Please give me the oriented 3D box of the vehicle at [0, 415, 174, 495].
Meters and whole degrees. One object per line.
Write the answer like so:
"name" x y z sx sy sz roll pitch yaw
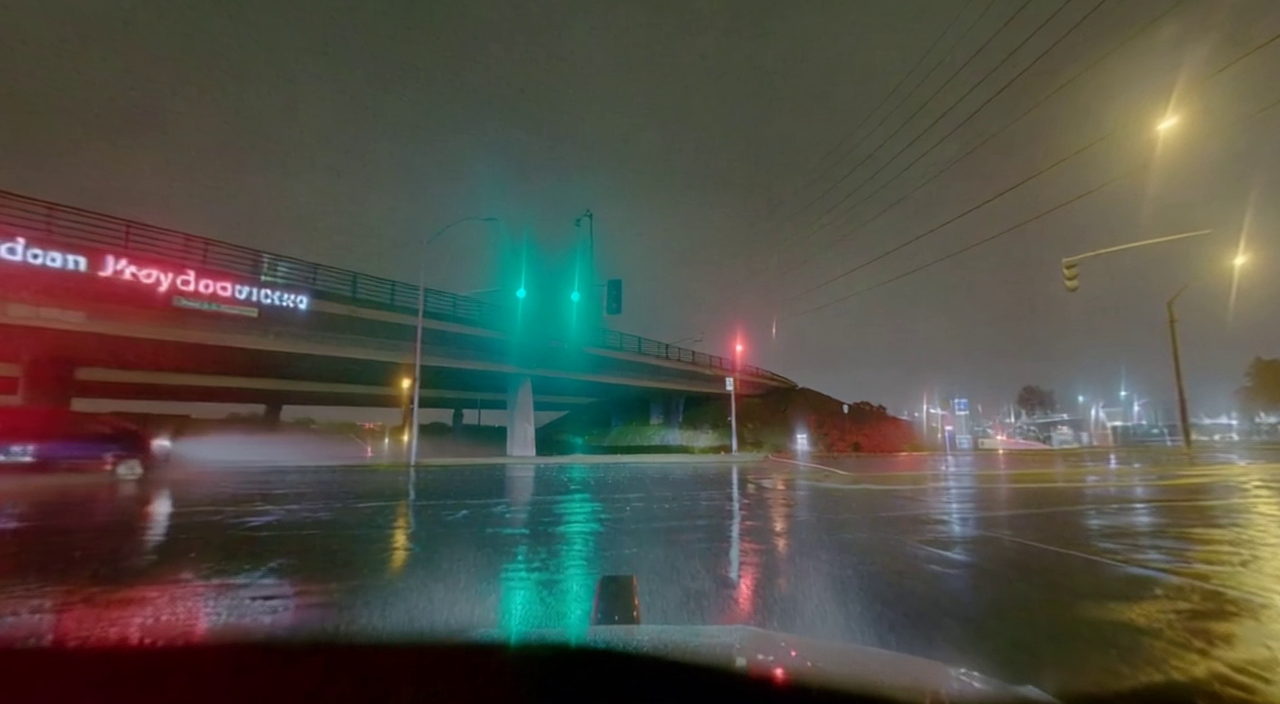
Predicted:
"vehicle" -13.074 2.255 13.998 3.897 1.637 1.832 0 -9 -4
